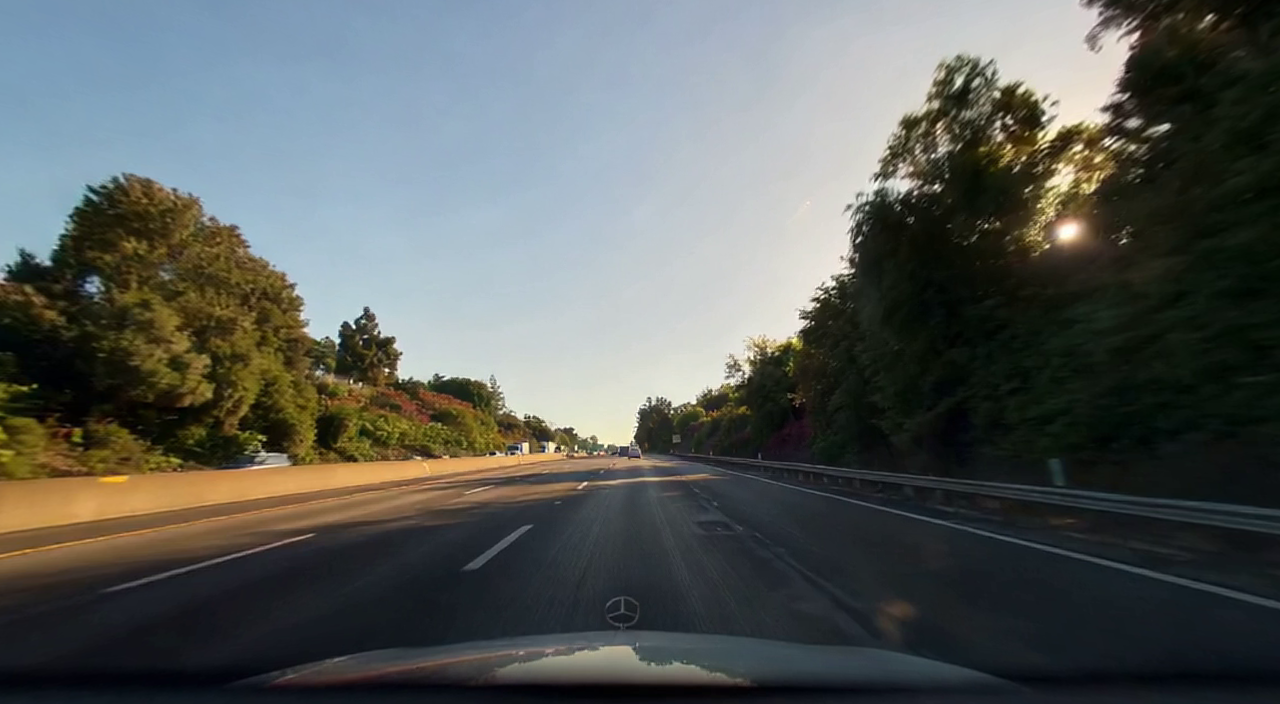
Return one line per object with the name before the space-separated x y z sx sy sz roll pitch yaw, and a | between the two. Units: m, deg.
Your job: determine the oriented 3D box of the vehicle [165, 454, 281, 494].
vehicle | -18.273 5.309 27.759 1.907 1.561 4.611 0 -9 1
